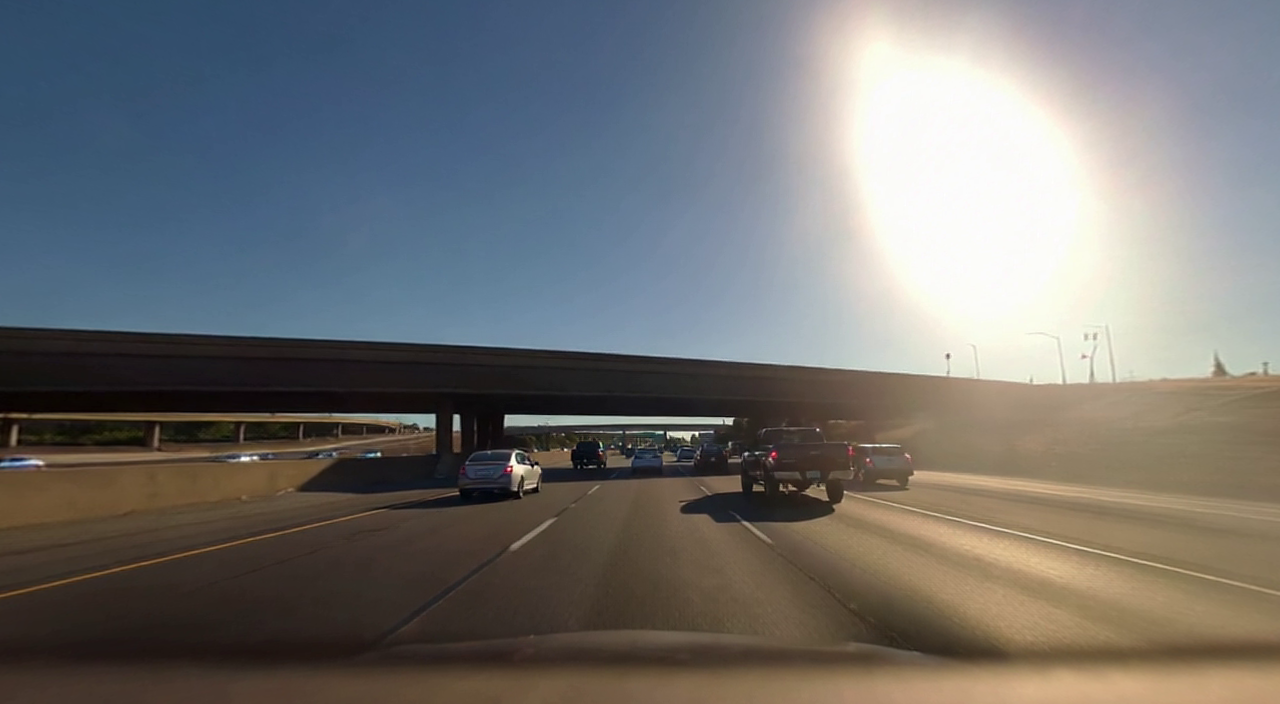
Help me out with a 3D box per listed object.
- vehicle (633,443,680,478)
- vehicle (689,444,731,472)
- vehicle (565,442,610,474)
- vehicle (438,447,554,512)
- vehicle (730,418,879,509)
[{"bbox_3d":[0.761,5.281,30.926,2.147,1.572,4.094,0,-9,0],"label":"vehicle"},{"bbox_3d":[4.460,6.813,40.725,2.145,1.636,4.437,0,-9,0],"label":"vehicle"},{"bbox_3d":[-3.066,6.341,38.032,2.176,1.783,4.799,0,-9,1],"label":"vehicle"},{"bbox_3d":[-3.553,3.213,16.419,1.947,1.424,4.264,0,-9,1],"label":"vehicle"},{"bbox_3d":[3.951,2.824,16.411,2.340,1.925,5.529,0,-9,0],"label":"vehicle"}]
